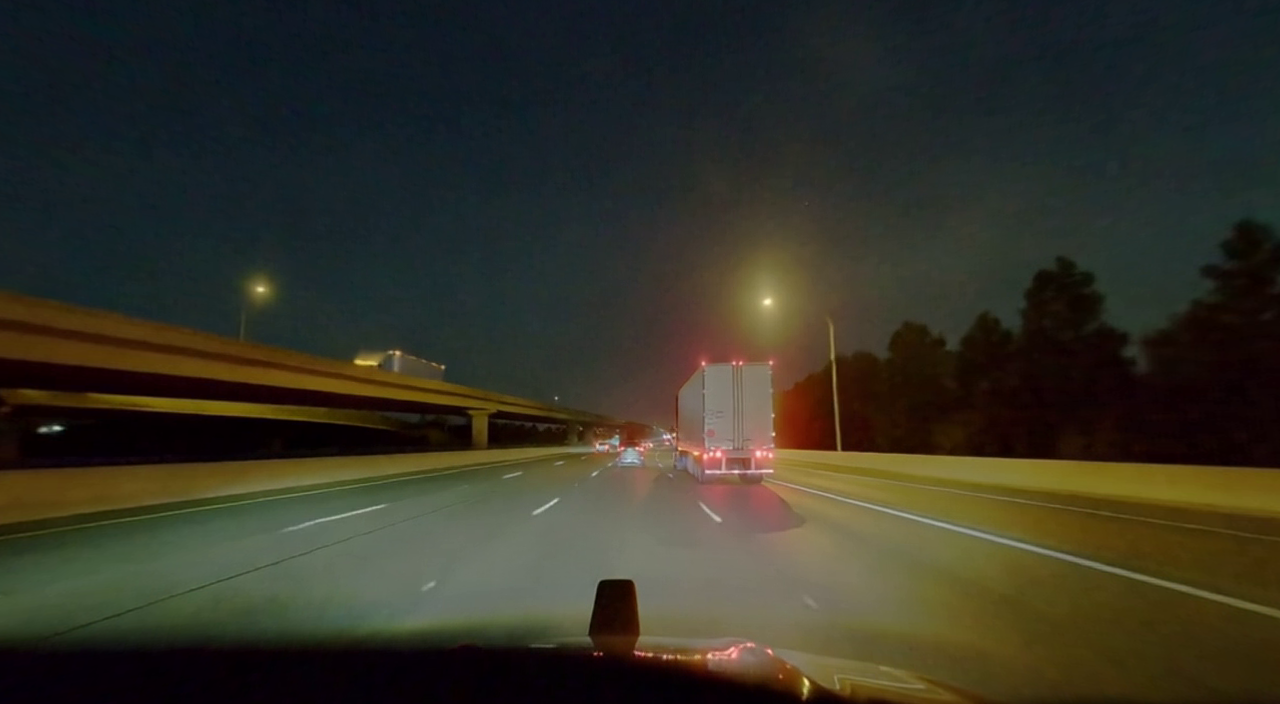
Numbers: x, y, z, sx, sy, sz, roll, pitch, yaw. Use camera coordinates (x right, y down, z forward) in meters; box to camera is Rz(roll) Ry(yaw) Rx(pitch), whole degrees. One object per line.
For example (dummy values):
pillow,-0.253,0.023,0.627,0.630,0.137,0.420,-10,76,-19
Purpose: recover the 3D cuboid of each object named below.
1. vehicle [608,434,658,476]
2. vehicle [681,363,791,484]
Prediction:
vehicle,-0.282,4.577,28.235,2.077,1.716,4.514,0,-9,0
vehicle,3.533,3.125,26.326,2.964,4.063,10.072,0,-9,0
